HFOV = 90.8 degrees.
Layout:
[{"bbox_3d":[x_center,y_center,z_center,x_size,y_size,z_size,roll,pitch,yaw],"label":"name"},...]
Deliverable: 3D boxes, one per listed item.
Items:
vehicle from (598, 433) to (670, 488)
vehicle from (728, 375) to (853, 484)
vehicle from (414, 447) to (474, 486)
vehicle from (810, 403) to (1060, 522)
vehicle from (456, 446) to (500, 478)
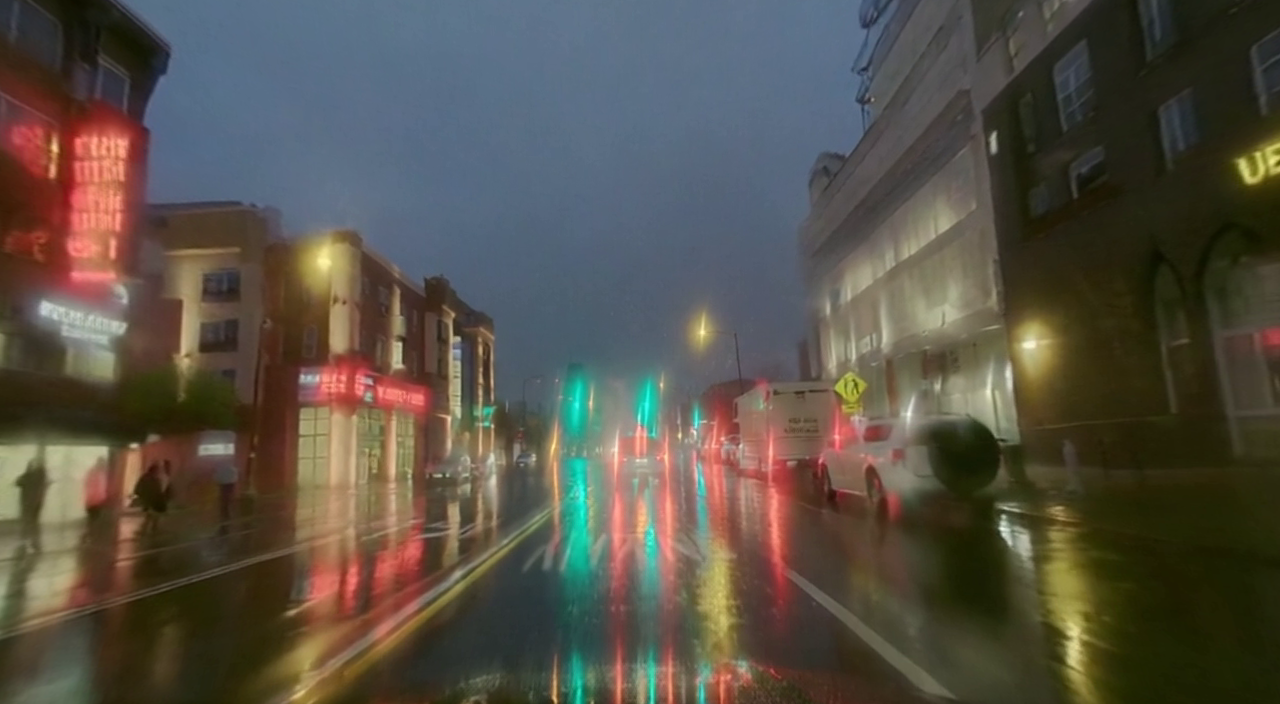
[{"bbox_3d":[-0.181,3.498,20.735,2.086,1.575,4.205,0,-8,0],"label":"vehicle"},{"bbox_3d":[5.424,3.050,24.408,2.893,3.553,7.295,0,-8,-1],"label":"vehicle"},{"bbox_3d":[-11.280,6.578,36.636,2.055,1.685,4.370,-6,-5,-1],"label":"vehicle"},{"bbox_3d":[5.588,2.211,13.223,2.367,1.917,5.810,0,-8,-1],"label":"vehicle"},{"bbox_3d":[-11.355,7.695,44.575,1.872,1.731,4.656,-4,-6,-2],"label":"vehicle"}]
